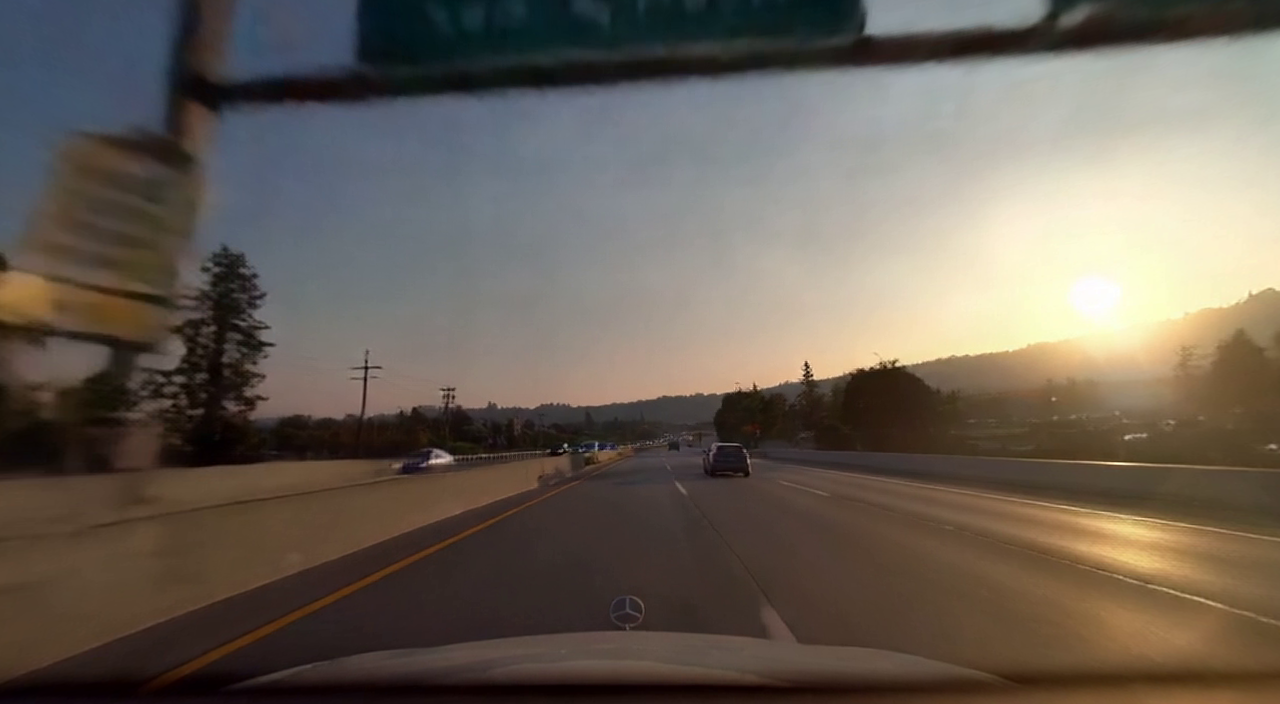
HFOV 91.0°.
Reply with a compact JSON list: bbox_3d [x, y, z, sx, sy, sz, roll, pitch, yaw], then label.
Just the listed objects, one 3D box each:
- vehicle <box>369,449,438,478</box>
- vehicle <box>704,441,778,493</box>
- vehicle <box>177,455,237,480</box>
[{"bbox_3d":[-12.795,6.017,34.303,1.857,1.404,4.629,0,-8,2],"label":"vehicle"},{"bbox_3d":[3.020,3.482,19.471,1.683,1.400,3.868,0,-8,1],"label":"vehicle"},{"bbox_3d":[-32.160,8.556,46.886,1.813,1.622,4.130,1,-8,-6],"label":"vehicle"}]
